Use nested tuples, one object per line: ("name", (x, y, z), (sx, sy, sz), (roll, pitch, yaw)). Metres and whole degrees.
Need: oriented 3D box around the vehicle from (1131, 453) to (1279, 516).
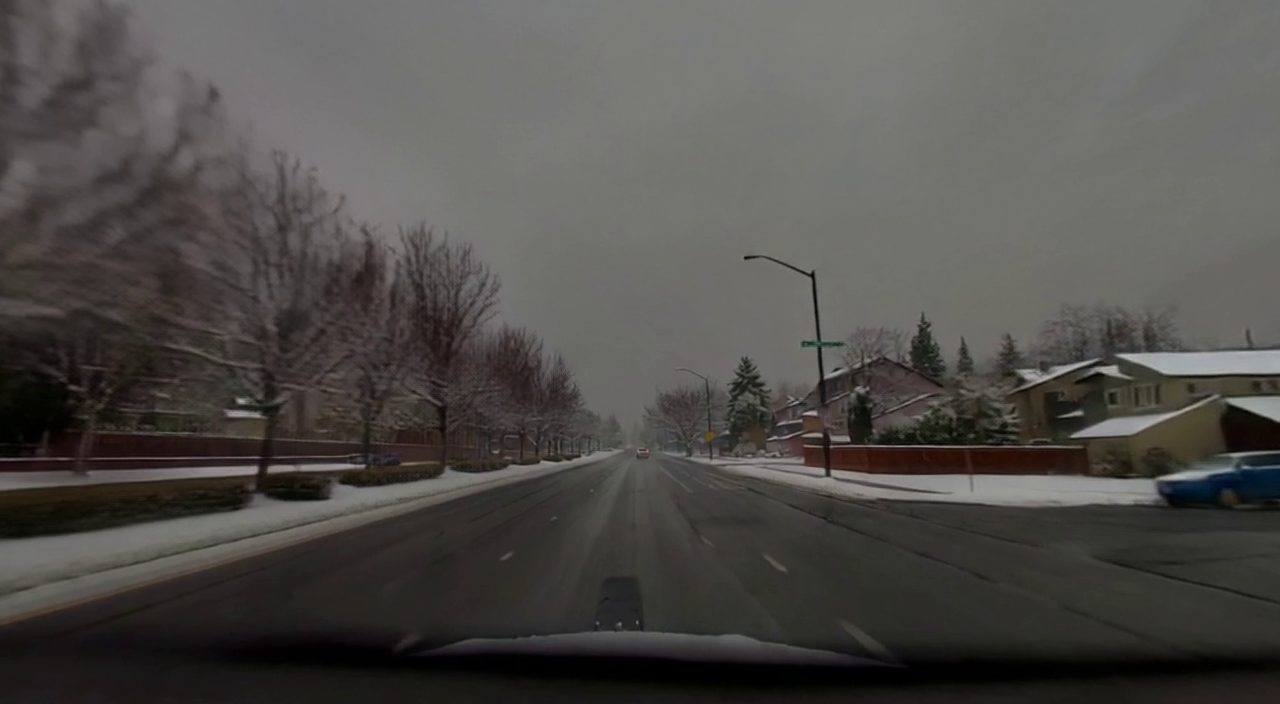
("vehicle", (16.021, 3.369, 16.337), (4.913, 1.470, 2.045), (0, -9, 0))
